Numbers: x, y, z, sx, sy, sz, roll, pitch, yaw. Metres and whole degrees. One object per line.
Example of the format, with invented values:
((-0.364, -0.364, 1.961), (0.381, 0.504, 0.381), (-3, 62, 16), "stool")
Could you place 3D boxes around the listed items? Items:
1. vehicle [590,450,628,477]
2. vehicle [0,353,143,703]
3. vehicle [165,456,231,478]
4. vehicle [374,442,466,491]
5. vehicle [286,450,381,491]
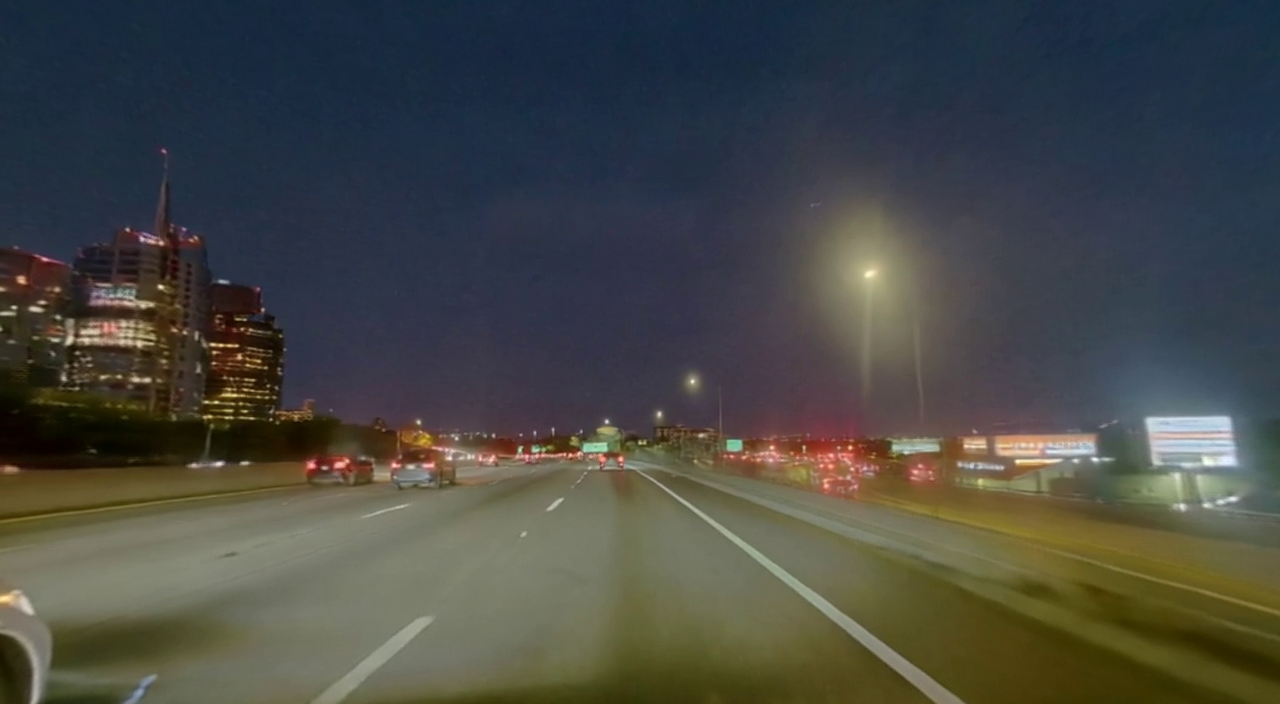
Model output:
((-1.835, 6.587, 37.446), (2.110, 1.501, 4.319), (0, -9, -3), "vehicle")
((-3.574, 0.616, 0.851), (2.036, 1.717, 4.592), (0, -9, 0), "vehicle")
((-33.415, 8.725, 47.776), (1.962, 1.510, 4.431), (0, -9, -3), "vehicle")
((-8.363, 4.389, 24.412), (2.065, 1.689, 4.399), (0, -9, -2), "vehicle")
((-12.254, 4.735, 25.486), (1.936, 1.501, 3.900), (0, -9, -2), "vehicle")
